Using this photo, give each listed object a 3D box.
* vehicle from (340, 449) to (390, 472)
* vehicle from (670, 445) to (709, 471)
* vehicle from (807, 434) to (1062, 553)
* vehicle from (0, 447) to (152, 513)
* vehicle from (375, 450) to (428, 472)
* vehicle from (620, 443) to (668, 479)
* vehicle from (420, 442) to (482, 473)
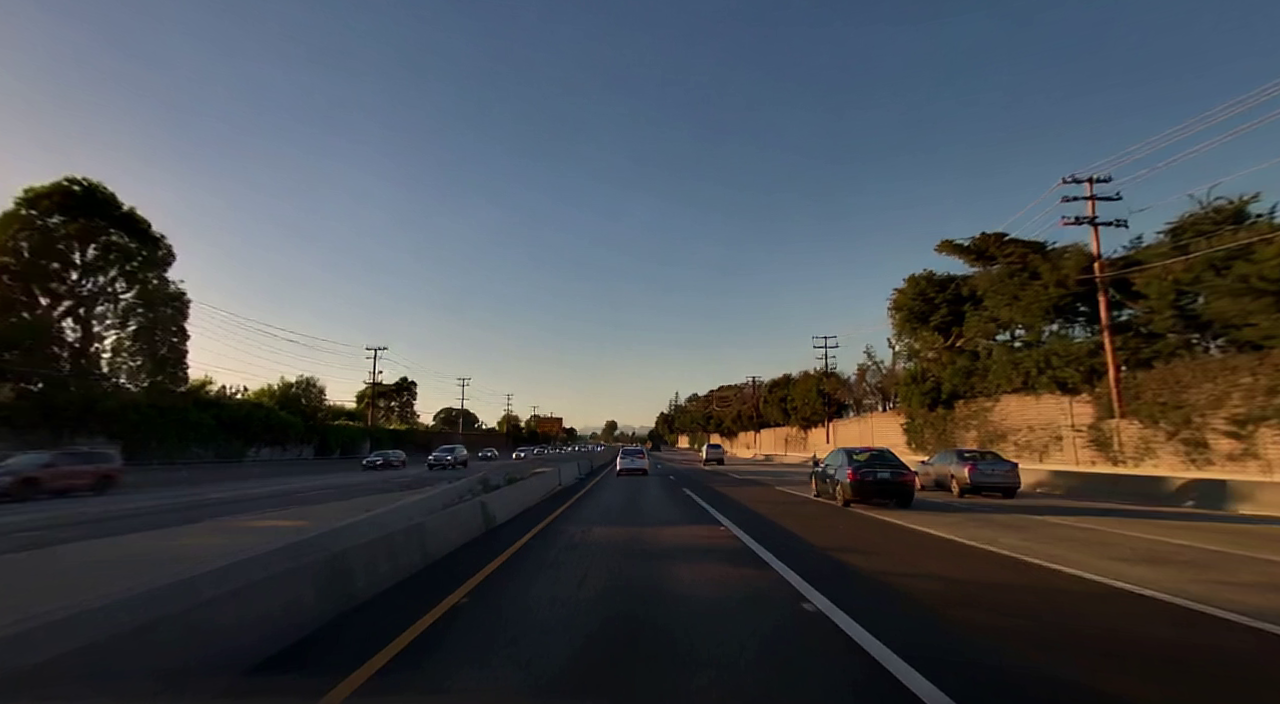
[{"bbox_3d":[-21.214,8.367,48.944,1.916,1.632,4.245,0,-9,1],"label":"vehicle"},{"bbox_3d":[2.947,6.423,38.449,1.981,1.480,4.316,0,-8,-1],"label":"vehicle"},{"bbox_3d":[4.442,2.187,10.569,2.069,1.520,4.614,0,-8,0],"label":"vehicle"},{"bbox_3d":[-17.658,3.712,18.993,2.059,1.699,4.812,0,-9,1],"label":"vehicle"},{"bbox_3d":[-17.205,7.865,45.824,2.010,1.490,4.503,0,-9,1],"label":"vehicle"},{"bbox_3d":[0.103,4.842,28.366,1.993,1.506,3.883,0,-8,-2],"label":"vehicle"},{"bbox_3d":[-10.799,6.055,36.472,2.042,1.697,4.552,0,-8,1],"label":"vehicle"}]
